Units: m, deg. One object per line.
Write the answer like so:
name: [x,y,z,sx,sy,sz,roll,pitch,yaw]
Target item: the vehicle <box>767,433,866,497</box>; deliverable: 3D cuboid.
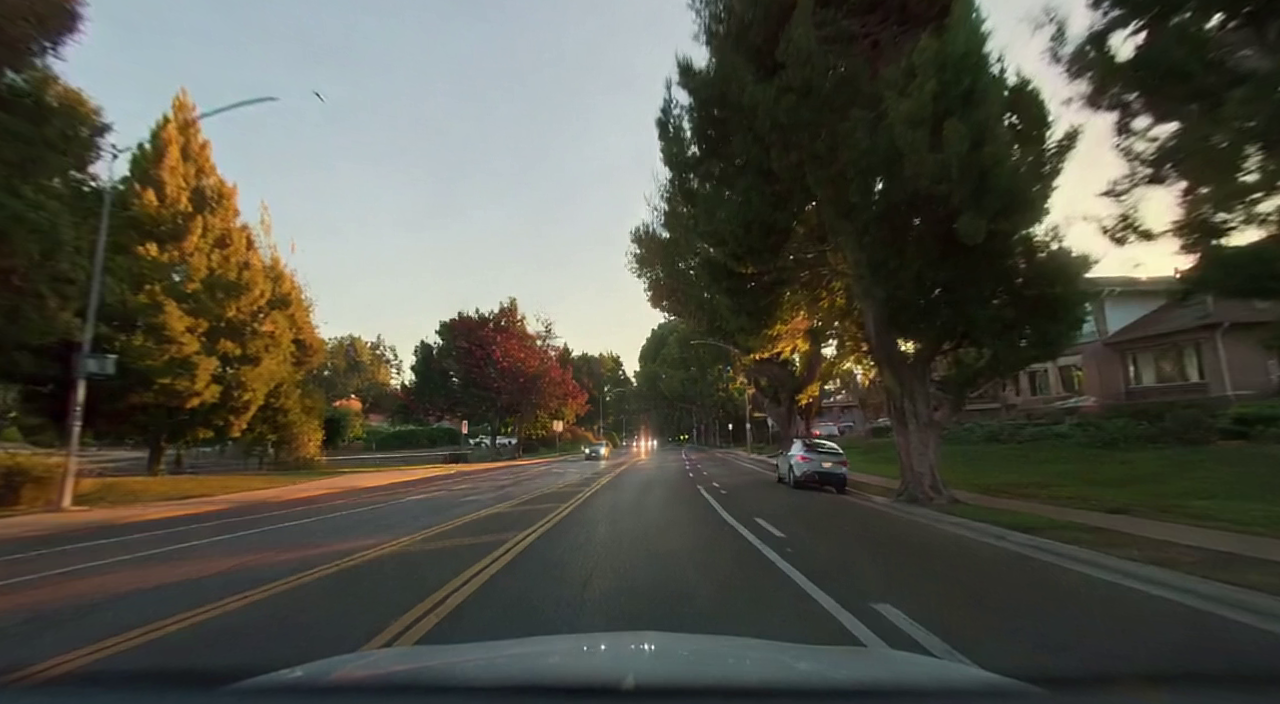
vehicle: [5.497,3.555,20.180,2.068,1.688,4.442,3,-9,3]
